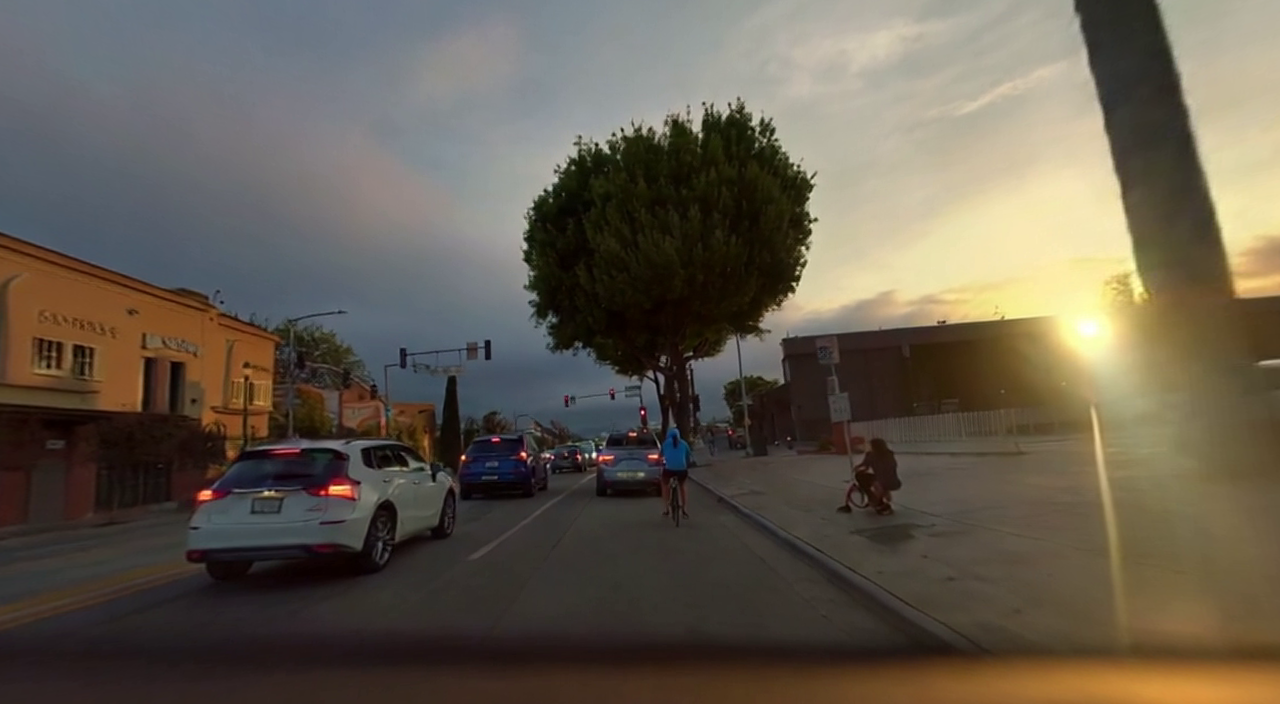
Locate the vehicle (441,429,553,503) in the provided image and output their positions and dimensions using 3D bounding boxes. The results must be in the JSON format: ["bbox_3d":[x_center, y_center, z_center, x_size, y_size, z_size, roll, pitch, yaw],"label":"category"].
[{"bbox_3d":[-3.753,3.085,17.482,2.046,1.750,4.452,0,-9,0],"label":"vehicle"}]

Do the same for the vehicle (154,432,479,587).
[{"bbox_3d":[-3.685,1.855,8.284,2.064,1.486,4.140,0,-9,0],"label":"vehicle"}]

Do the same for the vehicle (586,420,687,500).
[{"bbox_3d":[-0.123,2.979,17.733,2.426,1.882,5.027,0,-9,-1],"label":"vehicle"}]

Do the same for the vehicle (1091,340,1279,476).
[{"bbox_3d":[8.441,0.758,7.886,4.159,1.416,2.049,1,-9,-7],"label":"vehicle"}]
